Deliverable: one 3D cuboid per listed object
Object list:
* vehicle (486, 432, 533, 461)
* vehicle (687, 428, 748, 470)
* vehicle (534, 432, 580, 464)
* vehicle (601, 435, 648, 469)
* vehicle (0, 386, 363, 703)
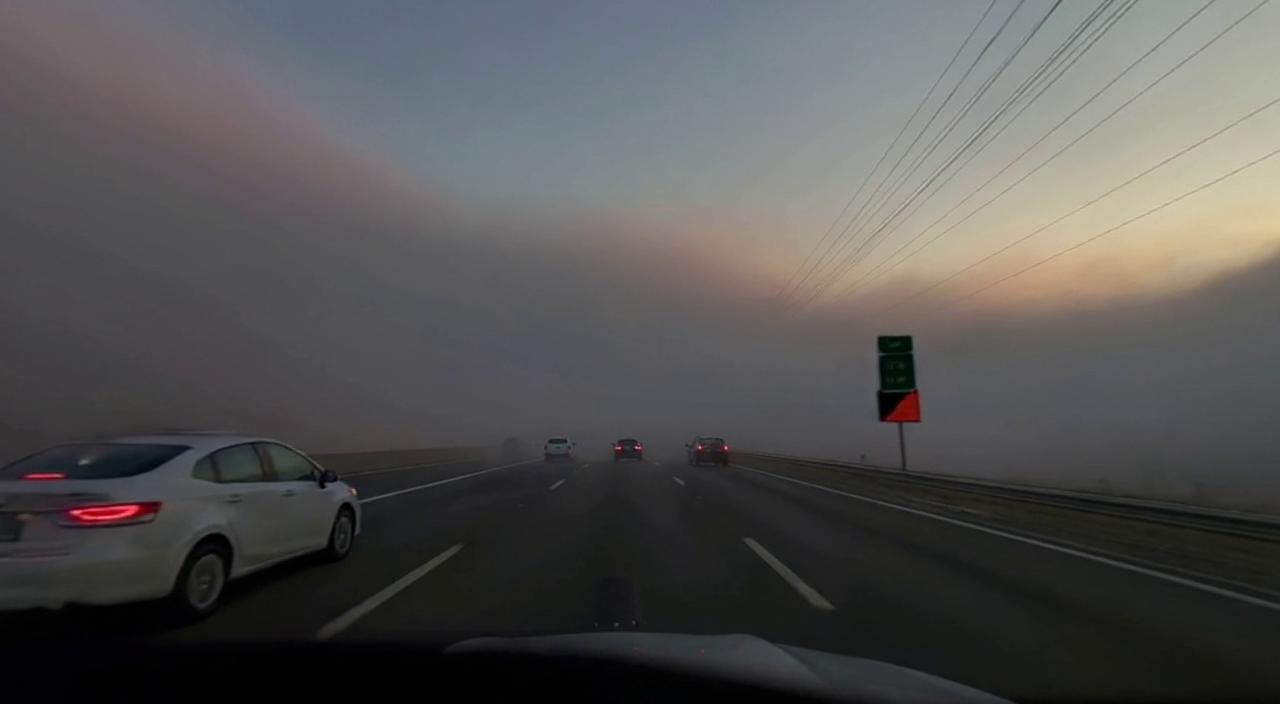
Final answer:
[{"bbox_3d":[-7.934,5.781,38.713,1.980,1.678,4.255,0,-8,0],"label":"vehicle"},{"bbox_3d":[3.353,4.276,28.015,1.950,1.695,4.446,1,-8,-3],"label":"vehicle"},{"bbox_3d":[-4.452,5.208,34.417,1.901,1.601,4.610,0,-8,0],"label":"vehicle"},{"bbox_3d":[-0.728,4.636,29.585,2.086,1.488,3.440,0,-8,-2],"label":"vehicle"},{"bbox_3d":[-4.217,1.241,5.201,2.004,1.607,4.161,0,-8,-1],"label":"vehicle"}]
